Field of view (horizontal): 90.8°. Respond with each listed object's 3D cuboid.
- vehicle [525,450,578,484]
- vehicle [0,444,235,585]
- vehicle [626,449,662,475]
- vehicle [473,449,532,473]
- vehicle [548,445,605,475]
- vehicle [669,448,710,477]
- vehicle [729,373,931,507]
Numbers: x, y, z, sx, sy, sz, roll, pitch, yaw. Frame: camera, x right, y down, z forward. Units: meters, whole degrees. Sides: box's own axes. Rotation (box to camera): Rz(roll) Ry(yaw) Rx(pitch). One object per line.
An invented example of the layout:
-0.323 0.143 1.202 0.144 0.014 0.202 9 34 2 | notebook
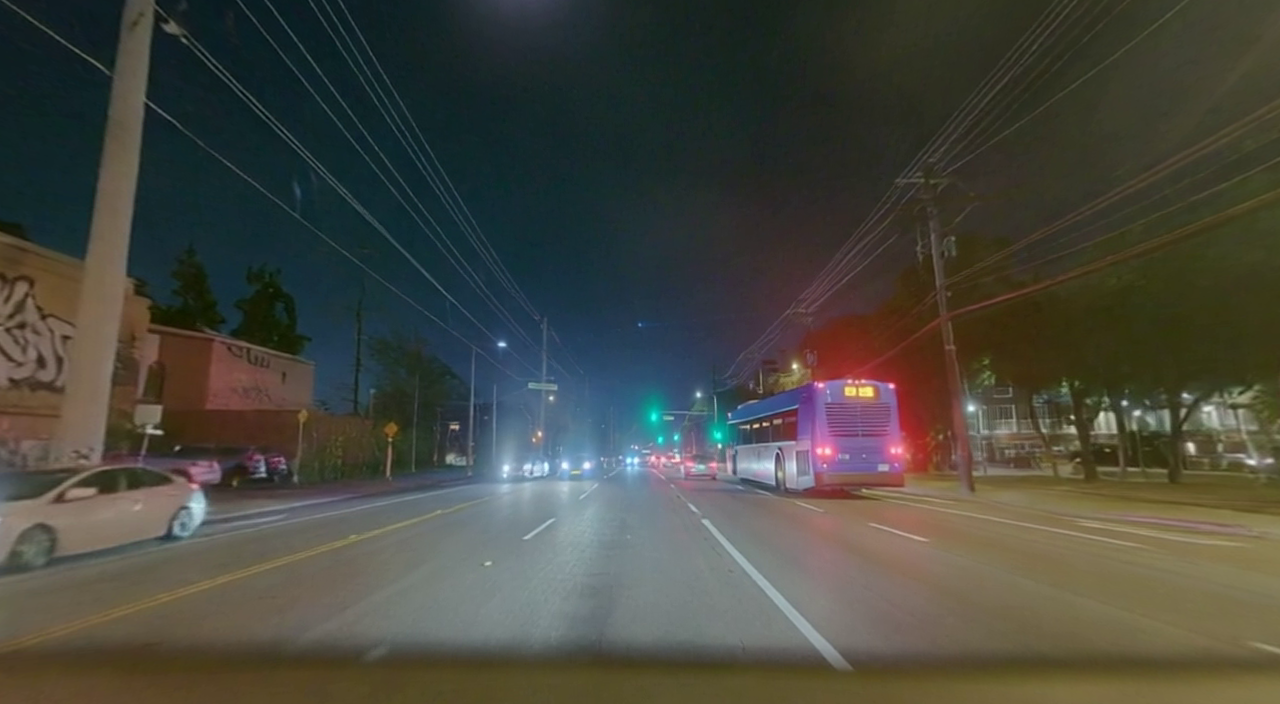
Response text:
-4.250 5.589 31.060 1.915 1.452 4.654 0 -8 0 | vehicle
-8.615 2.244 9.601 2.017 1.659 4.405 0 -8 -1 | vehicle
0.184 6.719 38.882 2.016 1.464 4.089 0 -8 -3 | vehicle
-10.854 8.557 49.698 4.699 1.750 2.132 -7 -11 40 | vehicle
-4.105 7.083 41.719 2.076 1.815 4.464 -3 -9 19 | vehicle
2.702 6.162 35.369 1.961 1.470 4.196 0 -8 -1 | vehicle
5.795 3.188 22.708 3.045 3.447 12.604 0 -8 -1 | vehicle
